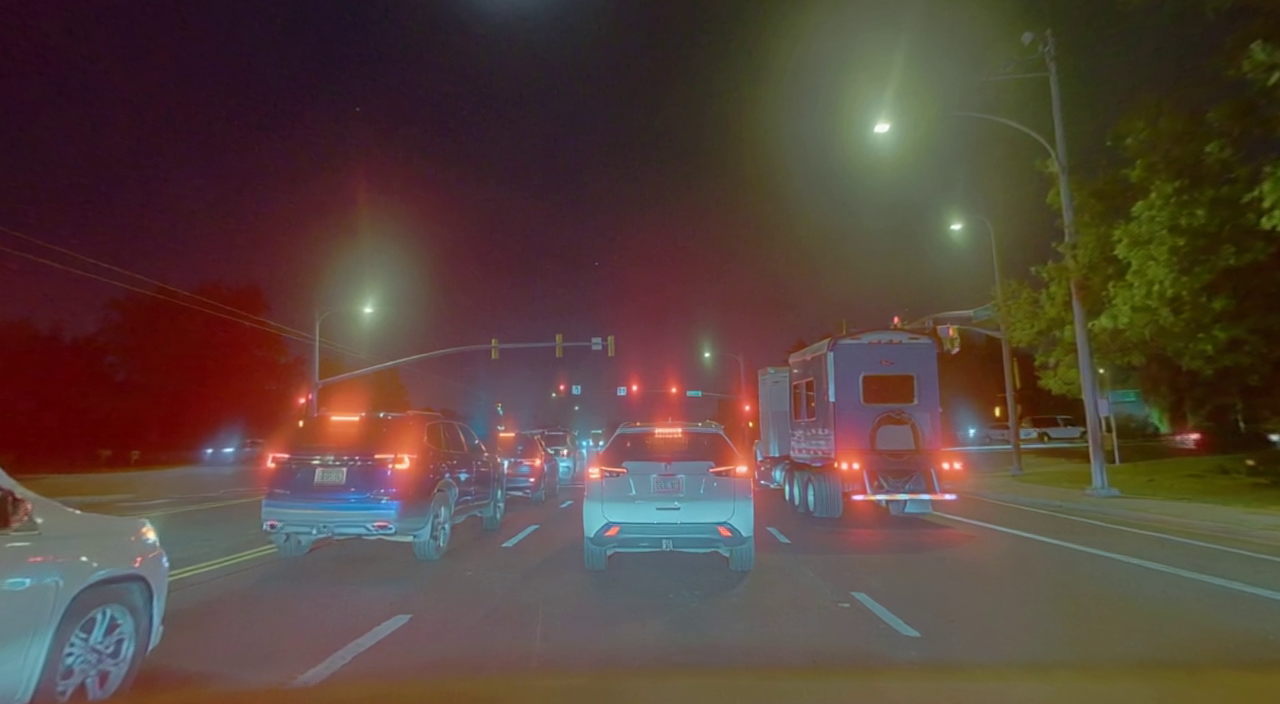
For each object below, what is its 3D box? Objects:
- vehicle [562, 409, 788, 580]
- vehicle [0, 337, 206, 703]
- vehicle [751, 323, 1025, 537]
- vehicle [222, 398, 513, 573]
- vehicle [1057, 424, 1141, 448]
[{"bbox_3d":[0.348,1.702,8.313,2.189,1.649,4.171,0,-9,0],"label":"vehicle"},{"bbox_3d":[-3.438,0.674,1.472,1.952,1.730,4.116,0,-9,-1],"label":"vehicle"},{"bbox_3d":[3.675,1.403,11.002,2.531,2.750,5.595,0,-9,1],"label":"vehicle"},{"bbox_3d":[-3.283,1.718,8.846,2.085,1.812,4.388,0,-9,0],"label":"vehicle"},{"bbox_3d":[33.183,6.137,45.877,4.671,1.595,1.824,-5,-10,31],"label":"vehicle"}]
